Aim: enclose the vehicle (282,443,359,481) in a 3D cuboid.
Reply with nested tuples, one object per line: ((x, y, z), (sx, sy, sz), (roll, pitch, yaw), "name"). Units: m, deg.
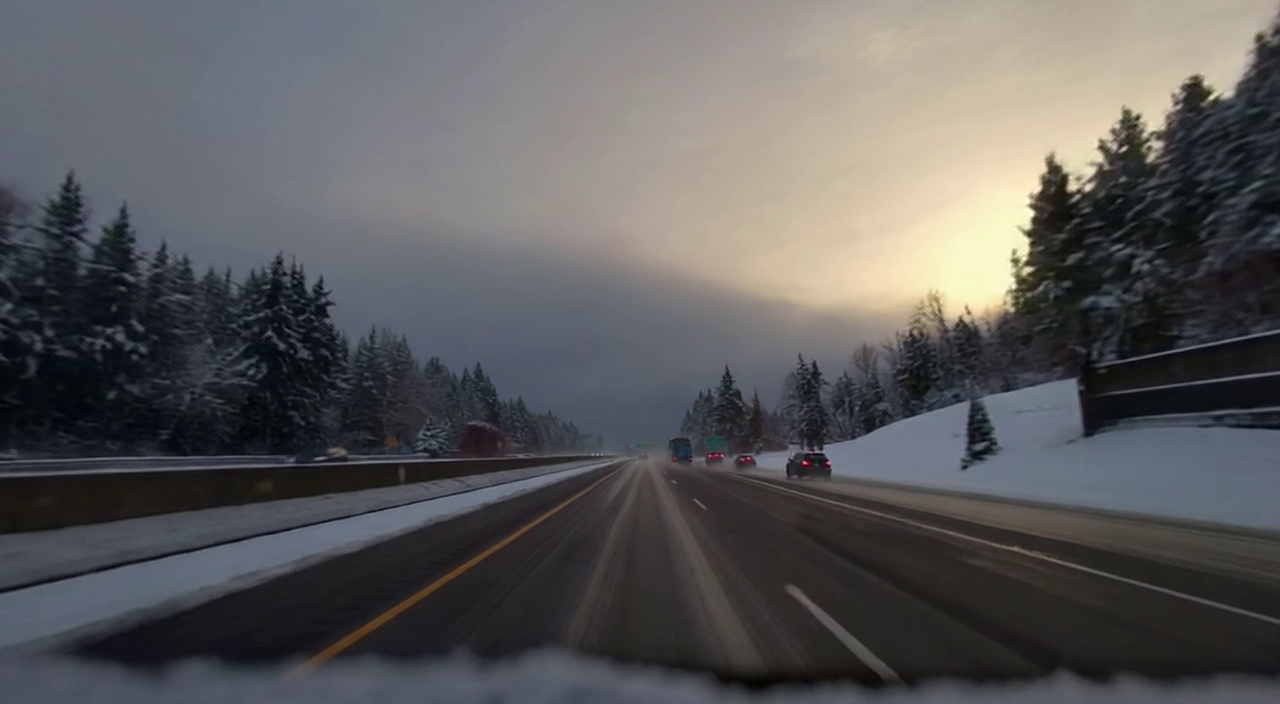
((-18.923, 6.539, 37.574), (2.077, 2.106, 4.613), (0, -9, 1), "vehicle")

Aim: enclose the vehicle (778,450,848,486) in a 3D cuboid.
((7.846, 5.275, 29.045), (1.907, 1.495, 4.517), (0, -9, 0), "vehicle")

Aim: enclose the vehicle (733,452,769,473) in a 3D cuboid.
((8.220, 8.254, 47.092), (1.842, 1.475, 4.479), (0, -9, 0), "vehicle")
